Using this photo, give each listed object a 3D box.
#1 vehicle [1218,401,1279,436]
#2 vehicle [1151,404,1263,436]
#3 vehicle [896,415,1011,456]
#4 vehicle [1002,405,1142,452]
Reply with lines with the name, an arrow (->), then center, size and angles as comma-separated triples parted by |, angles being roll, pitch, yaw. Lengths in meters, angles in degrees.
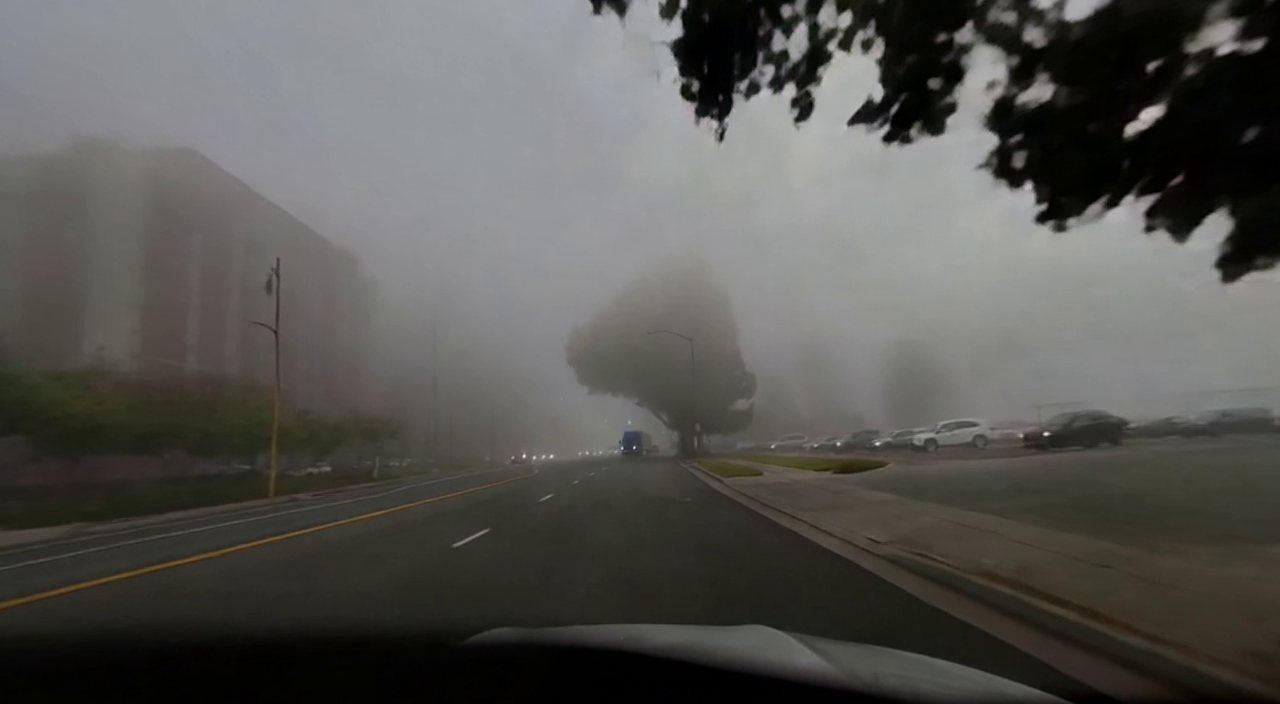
vehicle -> 30.049, 3.071, 29.733 | 4.128, 1.472, 1.897 | -1, -9, -14
vehicle -> 29.131, 3.507, 32.402 | 4.332, 1.530, 2.019 | 1, -9, -13
vehicle -> 16.688, 4.469, 33.730 | 5.051, 2.038, 2.142 | 0, -9, -9
vehicle -> 17.605, 3.156, 25.736 | 4.653, 1.782, 2.042 | 2, -9, -16
